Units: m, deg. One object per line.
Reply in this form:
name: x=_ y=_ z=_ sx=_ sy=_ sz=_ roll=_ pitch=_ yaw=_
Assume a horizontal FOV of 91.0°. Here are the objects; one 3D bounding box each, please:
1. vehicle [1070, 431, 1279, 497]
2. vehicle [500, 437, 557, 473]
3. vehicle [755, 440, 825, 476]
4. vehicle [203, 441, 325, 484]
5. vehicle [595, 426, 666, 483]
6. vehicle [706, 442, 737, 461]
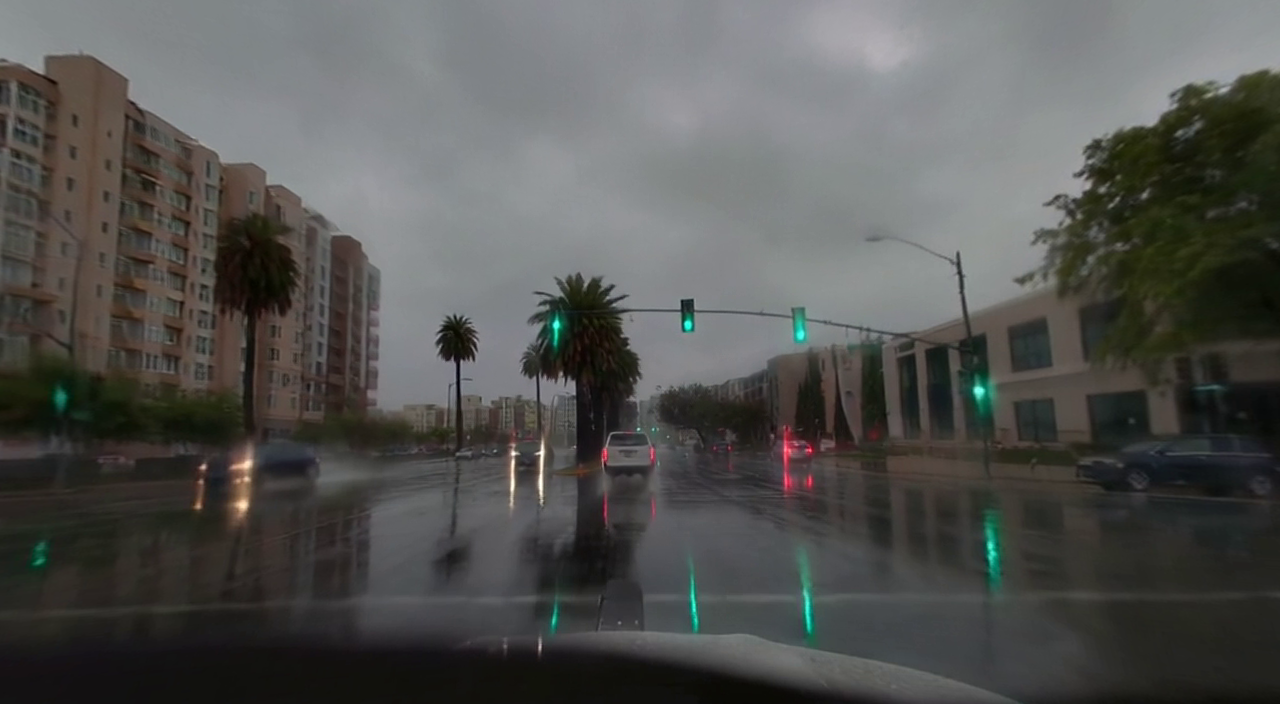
vehicle: x=15.351 y=3.121 z=17.758 sx=4.722 sy=1.695 sz=2.121 roll=-2 pitch=-9 yaw=11
vehicle: x=-5.310 y=4.933 z=30.495 sx=2.028 sy=1.489 sz=4.386 roll=-3 pitch=-8 yaw=-1
vehicle: x=6.716 y=4.807 z=28.757 sx=1.975 sy=1.483 sz=4.769 roll=0 pitch=-8 yaw=-1
vehicle: x=-14.770 y=4.347 z=25.113 sx=1.850 sy=1.544 sz=4.858 roll=0 pitch=-8 yaw=0
vehicle: x=-0.306 y=3.622 z=22.444 sx=2.277 sy=1.816 sz=4.192 roll=0 pitch=-8 yaw=0
vehicle: x=6.388 y=7.855 z=49.829 sx=1.777 sy=1.443 sz=3.942 roll=0 pitch=-8 yaw=-2
